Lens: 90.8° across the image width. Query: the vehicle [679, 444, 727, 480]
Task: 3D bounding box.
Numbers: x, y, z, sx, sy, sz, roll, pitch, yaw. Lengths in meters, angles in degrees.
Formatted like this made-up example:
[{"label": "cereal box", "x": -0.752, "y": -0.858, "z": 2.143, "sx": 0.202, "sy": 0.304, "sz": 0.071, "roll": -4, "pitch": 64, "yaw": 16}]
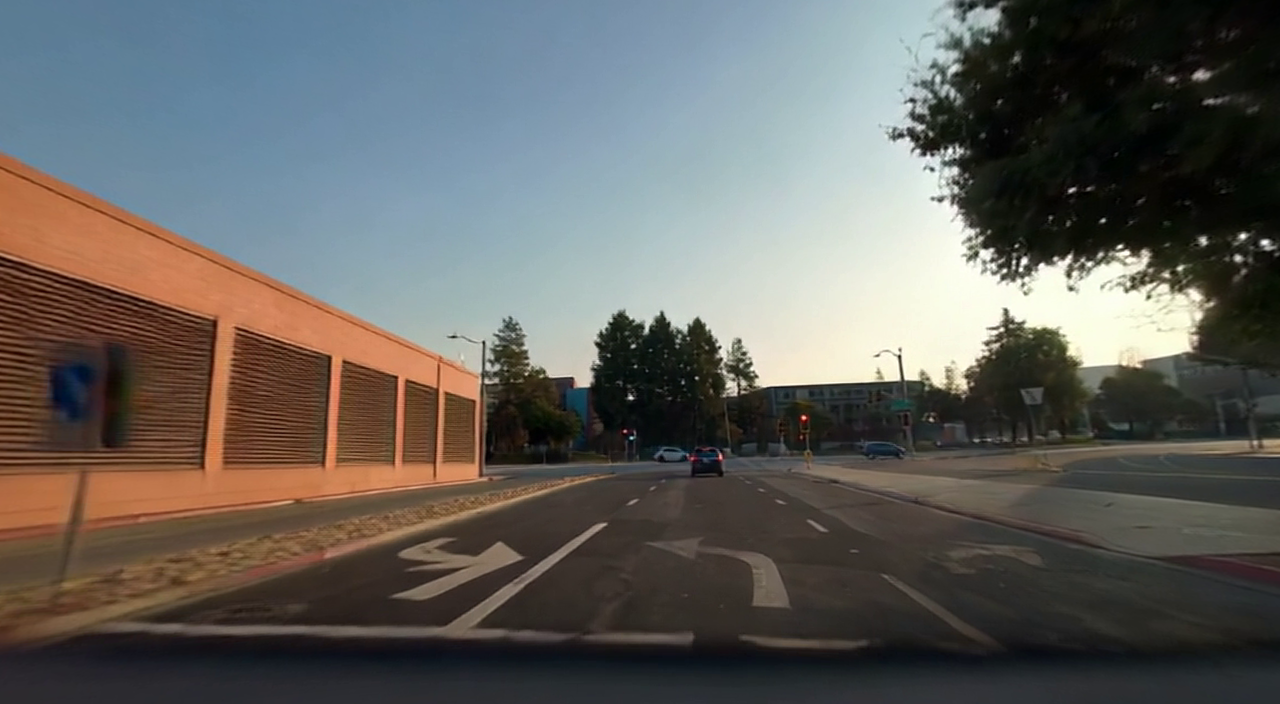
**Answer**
[{"label": "vehicle", "x": 3.147, "y": 5.450, "z": 31.672, "sx": 2.218, "sy": 1.657, "sz": 4.551, "roll": -1, "pitch": -8, "yaw": 6}]
